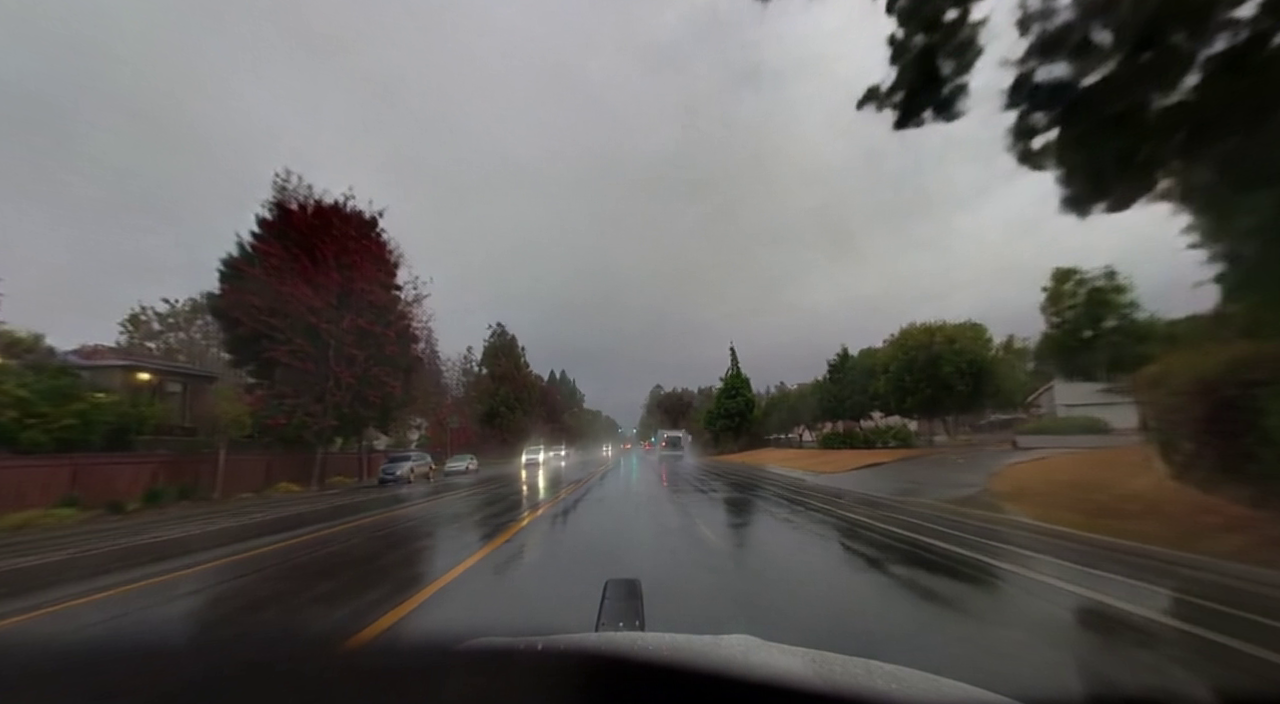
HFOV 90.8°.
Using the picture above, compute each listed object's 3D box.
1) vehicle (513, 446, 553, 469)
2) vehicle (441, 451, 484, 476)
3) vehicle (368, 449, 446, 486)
[{"bbox_3d":[-7.421,7.377,44.299,2.004,1.508,4.525,0,-9,0],"label":"vehicle"},{"bbox_3d":[-12.612,7.939,45.080,1.969,1.613,4.129,-3,-9,-1],"label":"vehicle"},{"bbox_3d":[-12.422,6.177,34.140,2.094,1.797,5.655,0,-9,0],"label":"vehicle"}]
